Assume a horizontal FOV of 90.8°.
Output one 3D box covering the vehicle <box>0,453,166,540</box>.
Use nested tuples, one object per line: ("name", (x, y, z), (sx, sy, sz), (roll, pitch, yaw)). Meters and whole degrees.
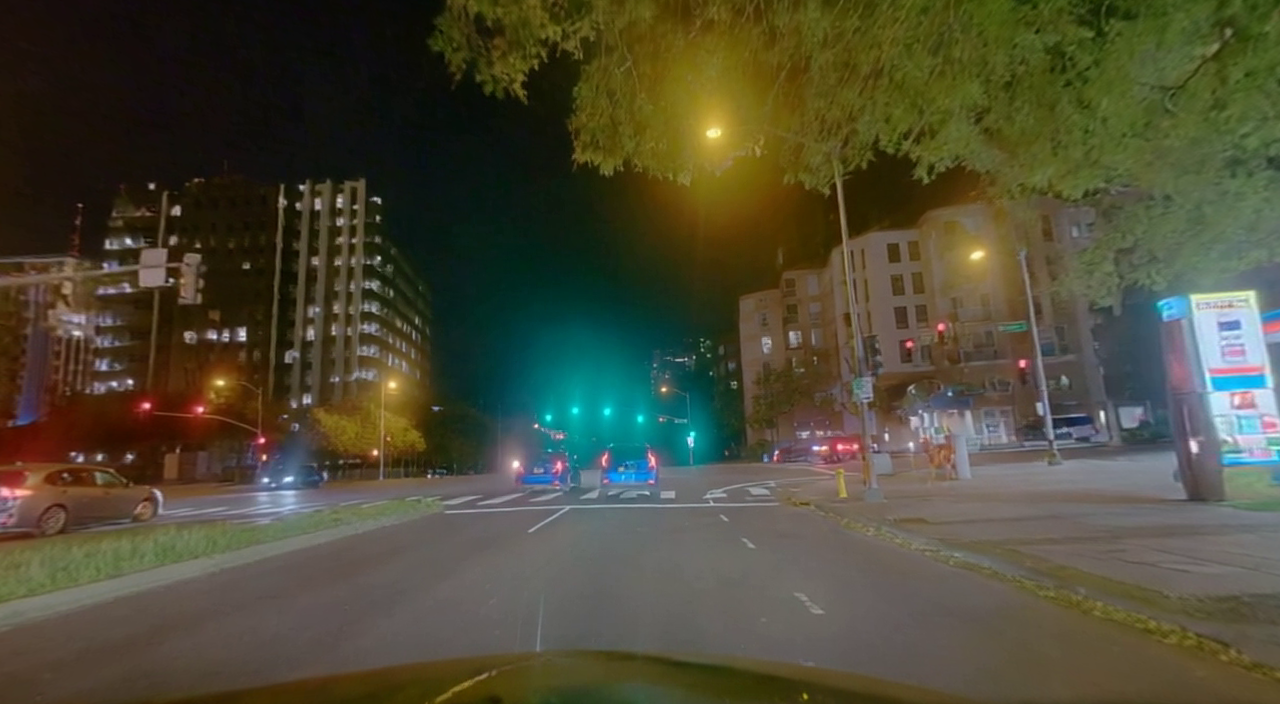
("vehicle", (-13.451, 3.123, 14.149), (1.995, 1.626, 4.592), (0, -8, 2))

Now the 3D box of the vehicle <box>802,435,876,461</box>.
("vehicle", (13.791, 6.676, 44.002), (4.524, 1.681, 1.823), (0, -8, 0))

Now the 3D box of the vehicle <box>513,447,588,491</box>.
("vehicle", (-3.254, 4.345, 23.875), (2.003, 1.492, 4.291), (-1, -8, 3))

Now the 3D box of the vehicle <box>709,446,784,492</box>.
("vehicle", (3.898, 4.087, 22.556), (1.976, 1.462, 4.342), (-3, -9, 18))

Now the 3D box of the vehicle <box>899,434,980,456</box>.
("vehicle", (20.680, 6.445, 43.723), (4.700, 1.417, 1.789), (-1, -8, 2))

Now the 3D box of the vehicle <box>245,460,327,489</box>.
("vehicle", (-20.954, 7.235, 37.656), (1.949, 1.480, 4.932), (0, -8, 1))

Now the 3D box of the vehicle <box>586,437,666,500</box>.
("vehicle", (-0.341, 3.564, 19.712), (2.210, 1.722, 4.215), (0, -8, 2))
